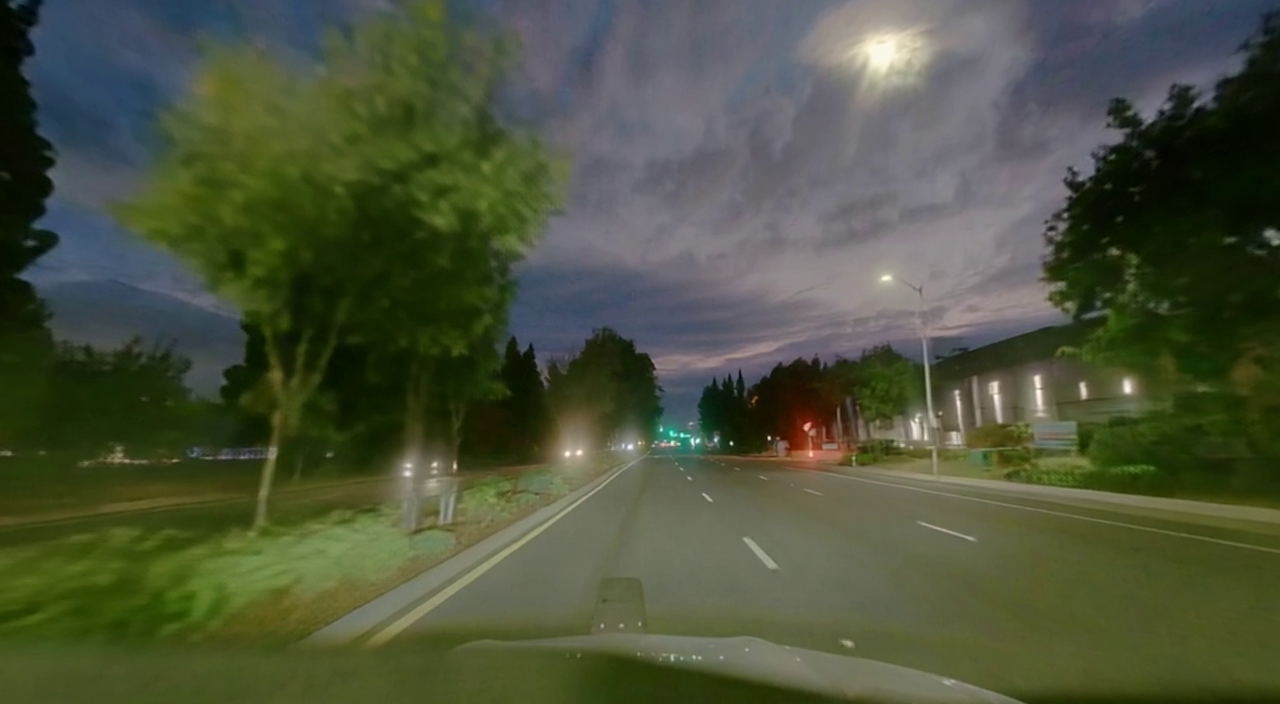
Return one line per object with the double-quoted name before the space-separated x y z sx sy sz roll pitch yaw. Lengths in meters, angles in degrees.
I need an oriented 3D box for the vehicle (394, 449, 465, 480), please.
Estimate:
"vehicle" -10.943 5.859 33.155 1.930 1.494 4.706 -1 -8 2
